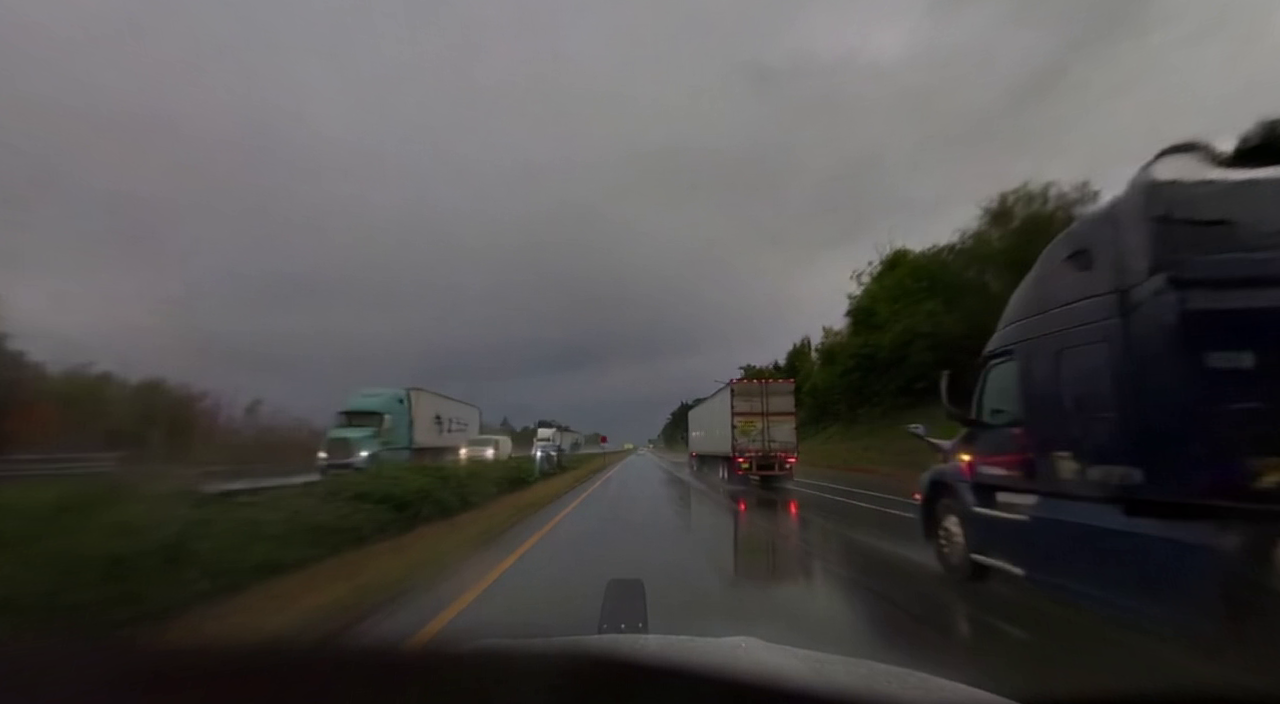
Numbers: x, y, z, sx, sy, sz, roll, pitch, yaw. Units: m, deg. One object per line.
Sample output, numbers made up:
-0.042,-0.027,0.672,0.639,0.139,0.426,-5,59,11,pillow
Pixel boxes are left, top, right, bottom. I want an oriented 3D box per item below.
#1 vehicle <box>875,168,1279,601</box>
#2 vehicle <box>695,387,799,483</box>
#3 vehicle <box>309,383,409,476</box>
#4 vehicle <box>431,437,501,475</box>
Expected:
4.899,0.408,7.403,3.007,4.189,2.696,0,-9,0,vehicle
5.165,4.639,34.015,2.983,4.030,14.444,0,-9,0,vehicle
-12.274,3.442,27.782,3.005,3.912,2.596,0,-9,0,vehicle
-7.976,4.841,29.341,1.994,1.624,4.255,0,-9,1,vehicle
